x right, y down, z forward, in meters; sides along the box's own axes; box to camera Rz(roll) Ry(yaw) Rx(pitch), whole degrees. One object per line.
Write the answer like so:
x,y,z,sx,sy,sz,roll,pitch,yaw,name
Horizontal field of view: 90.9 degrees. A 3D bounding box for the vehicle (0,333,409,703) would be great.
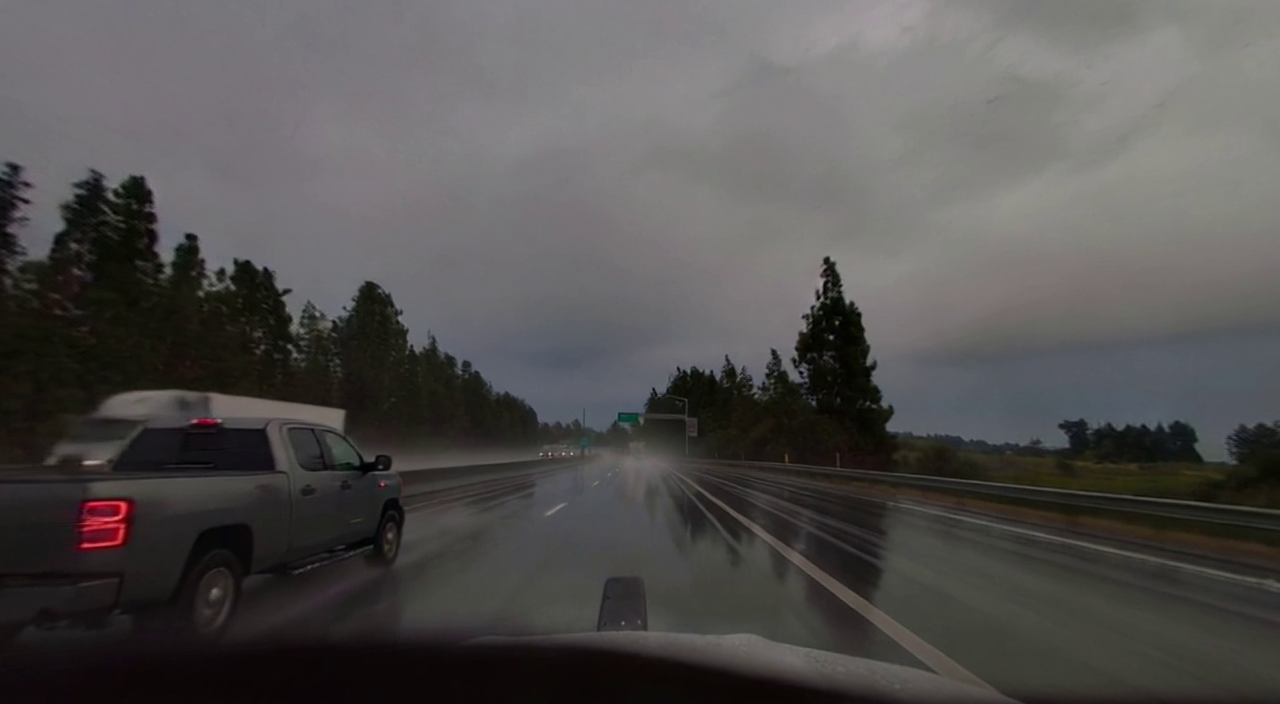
-3.869,1.185,4.771,2.214,1.872,5.179,0,-9,1,vehicle
